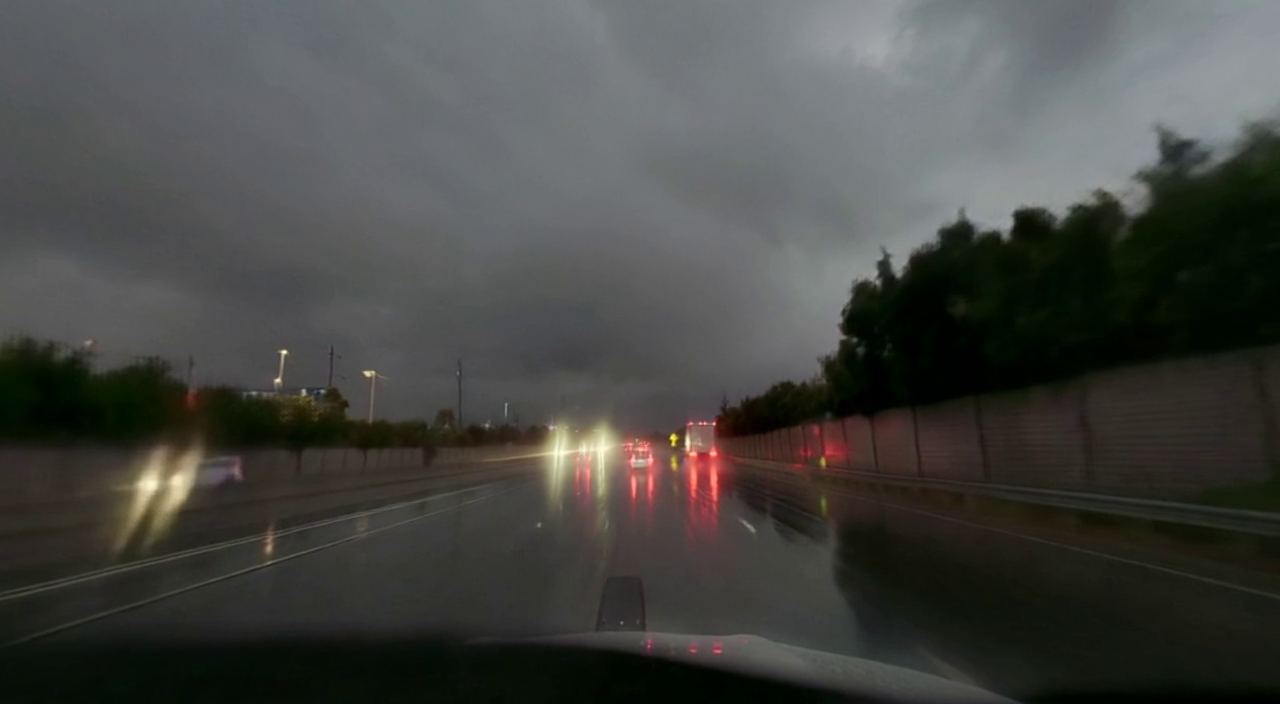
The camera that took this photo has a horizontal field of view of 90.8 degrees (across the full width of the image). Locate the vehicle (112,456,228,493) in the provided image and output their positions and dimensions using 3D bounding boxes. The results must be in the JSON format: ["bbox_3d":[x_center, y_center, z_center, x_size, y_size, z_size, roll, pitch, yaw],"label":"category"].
[{"bbox_3d":[-23.869,6.199,32.353,1.976,1.631,5.170,0,-9,0],"label":"vehicle"}]
